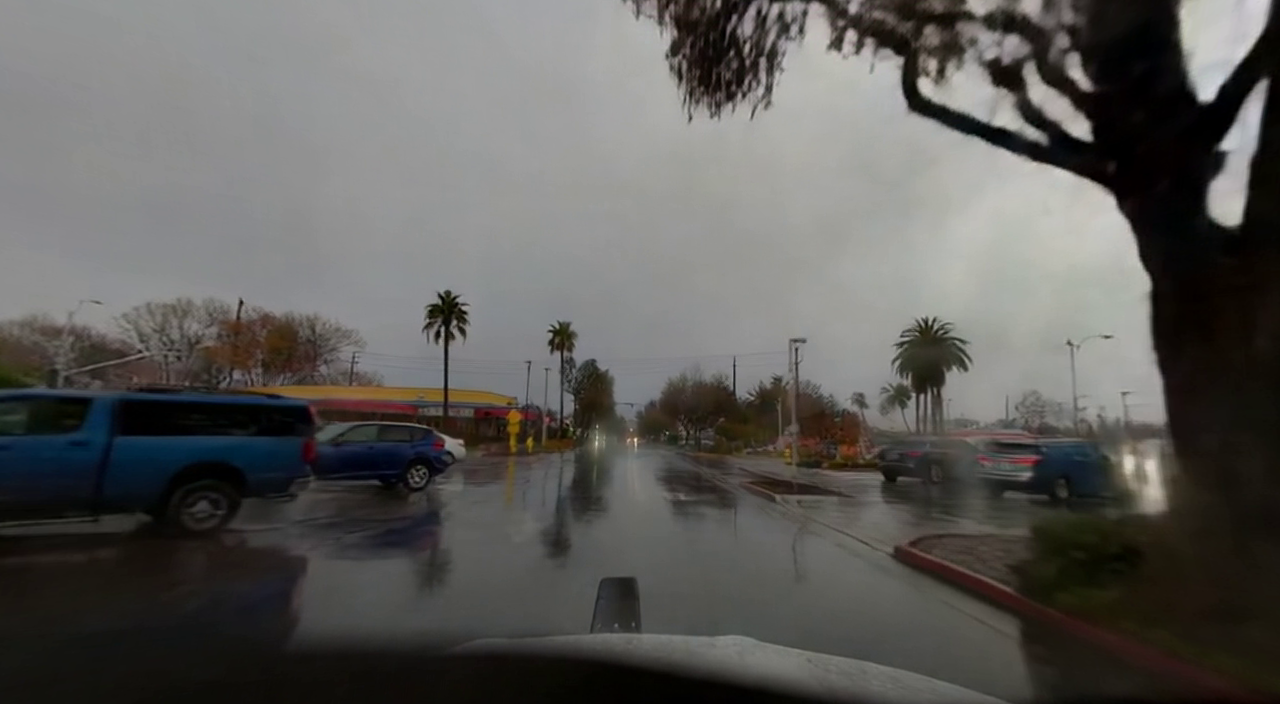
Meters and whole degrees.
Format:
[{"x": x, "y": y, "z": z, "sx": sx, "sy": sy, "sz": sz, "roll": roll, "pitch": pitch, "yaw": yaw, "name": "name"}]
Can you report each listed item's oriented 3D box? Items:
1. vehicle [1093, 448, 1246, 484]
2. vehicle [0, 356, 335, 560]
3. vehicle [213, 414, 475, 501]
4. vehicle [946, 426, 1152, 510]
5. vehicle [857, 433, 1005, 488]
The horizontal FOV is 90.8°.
[{"x": 25.082, "y": 5.371, "z": 30.164, "sx": 1.785, "sy": 1.539, "sz": 5.214, "roll": 6, "pitch": -10, "yaw": -34, "name": "vehicle"}, {"x": -6.191, "y": 1.106, "z": 6.909, "sx": 4.787, "sy": 1.867, "sz": 2.092, "roll": 5, "pitch": -9, "yaw": -34, "name": "vehicle"}, {"x": -6.018, "y": 2.113, "z": 13.116, "sx": 4.542, "sy": 1.483, "sz": 2.174, "roll": 5, "pitch": -9, "yaw": -31, "name": "vehicle"}, {"x": 10.001, "y": 2.769, "z": 15.411, "sx": 4.758, "sy": 1.759, "sz": 2.068, "roll": 5, "pitch": -10, "yaw": -28, "name": "vehicle"}, {"x": 9.764, "y": 3.557, "z": 21.133, "sx": 4.651, "sy": 1.610, "sz": 2.157, "roll": 5, "pitch": -9, "yaw": -30, "name": "vehicle"}]
